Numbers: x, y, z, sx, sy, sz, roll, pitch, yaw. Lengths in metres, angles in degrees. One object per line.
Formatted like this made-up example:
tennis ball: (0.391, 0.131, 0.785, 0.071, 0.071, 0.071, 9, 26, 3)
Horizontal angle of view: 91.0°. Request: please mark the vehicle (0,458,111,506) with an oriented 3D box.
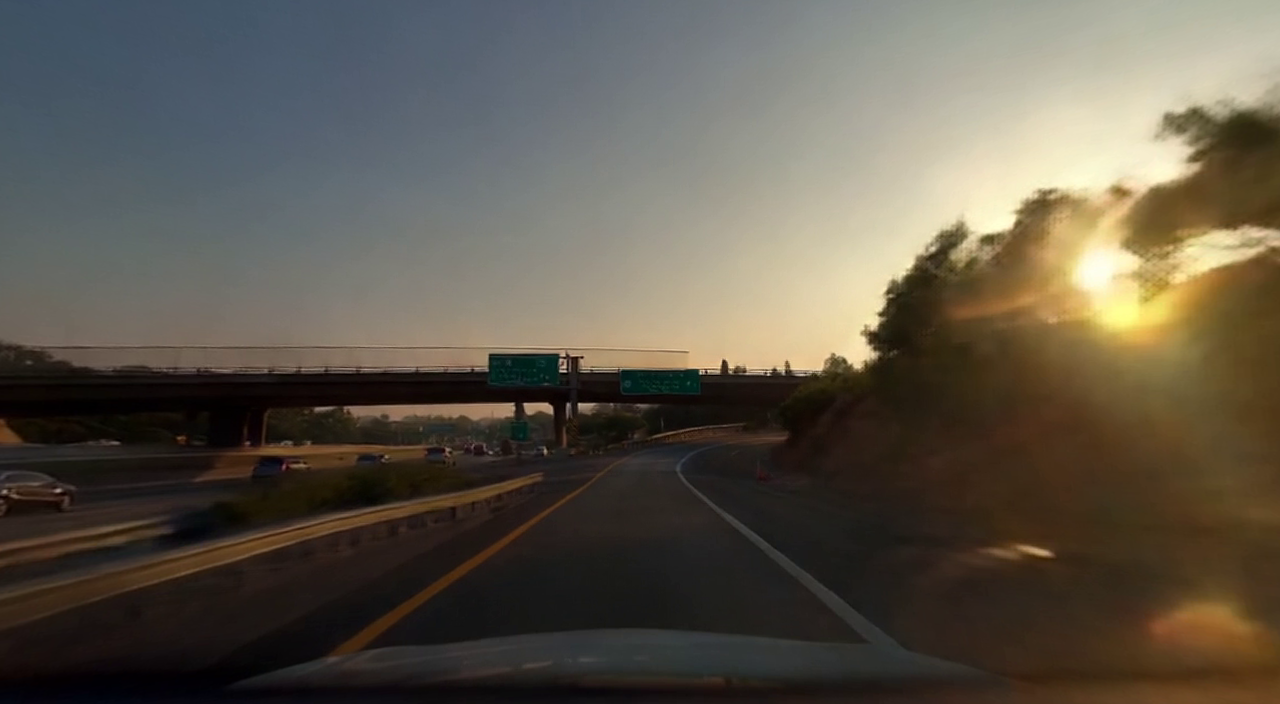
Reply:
vehicle: (-26.058, 5.524, 27.220, 2.209, 1.778, 5.108, 1, -9, -6)
